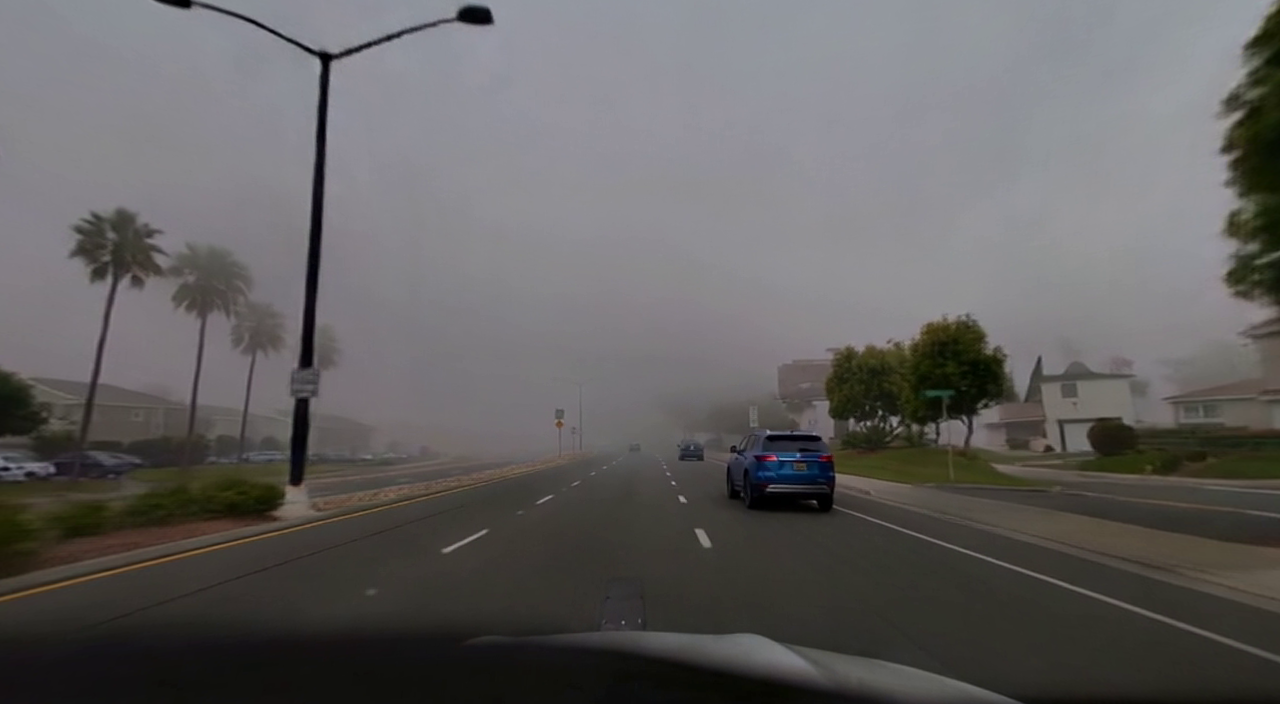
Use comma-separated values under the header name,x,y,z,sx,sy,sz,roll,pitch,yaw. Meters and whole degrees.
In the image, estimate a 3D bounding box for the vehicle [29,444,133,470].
name,x,y,z,sx,sy,sz,roll,pitch,yaw
vehicle,-35.342,6.633,39.774,4.684,1.531,2.188,-1,-8,5

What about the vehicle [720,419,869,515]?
name,x,y,z,sx,sy,sz,roll,pitch,yaw
vehicle,3.227,2.521,14.287,2.195,1.804,4.658,0,-8,0

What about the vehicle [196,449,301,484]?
name,x,y,z,sx,sy,sz,roll,pitch,yaw
vehicle,-18.530,5.428,30.006,1.900,1.476,4.746,0,-8,1
